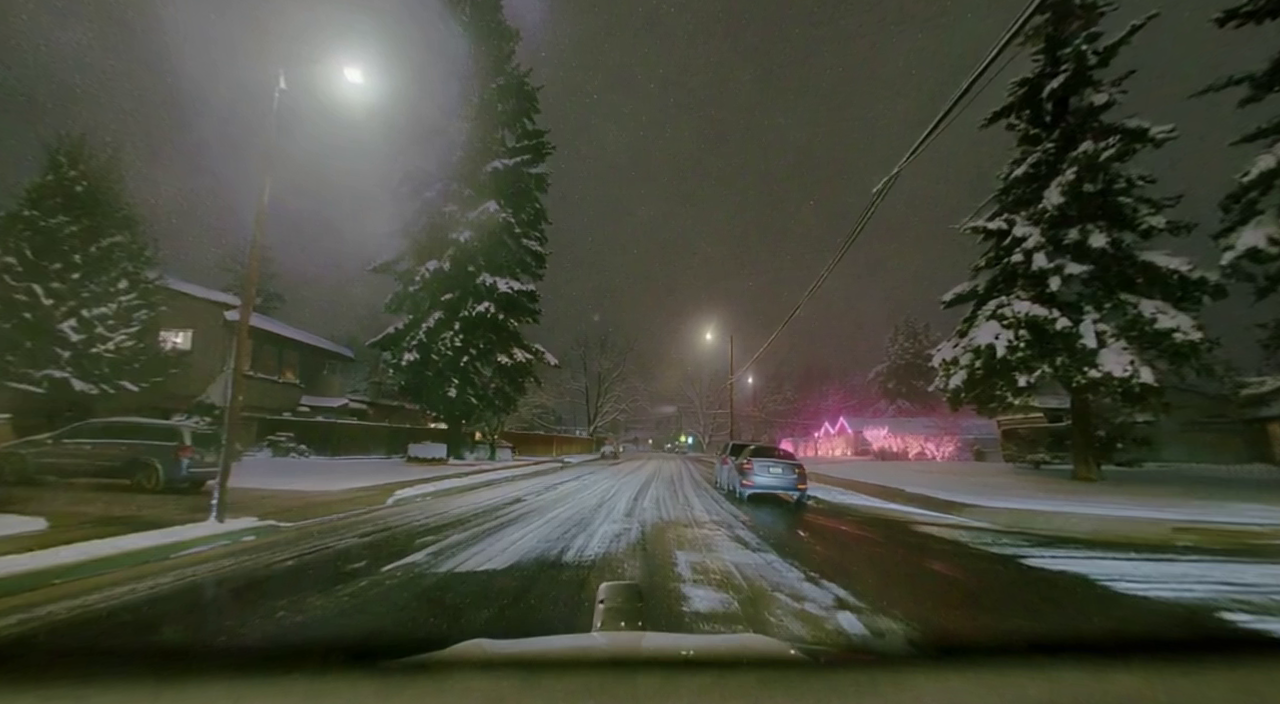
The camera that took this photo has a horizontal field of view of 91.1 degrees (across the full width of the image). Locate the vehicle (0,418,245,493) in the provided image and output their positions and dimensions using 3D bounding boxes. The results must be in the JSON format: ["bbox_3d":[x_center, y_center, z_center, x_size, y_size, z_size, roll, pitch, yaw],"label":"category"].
[{"bbox_3d":[-13.543,2.734,16.689,4.686,1.834,1.997,0,-9,0],"label":"vehicle"}]

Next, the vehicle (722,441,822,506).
[{"bbox_3d":[3.498,3.284,17.542,1.976,1.552,4.442,0,-9,2],"label":"vehicle"}]
